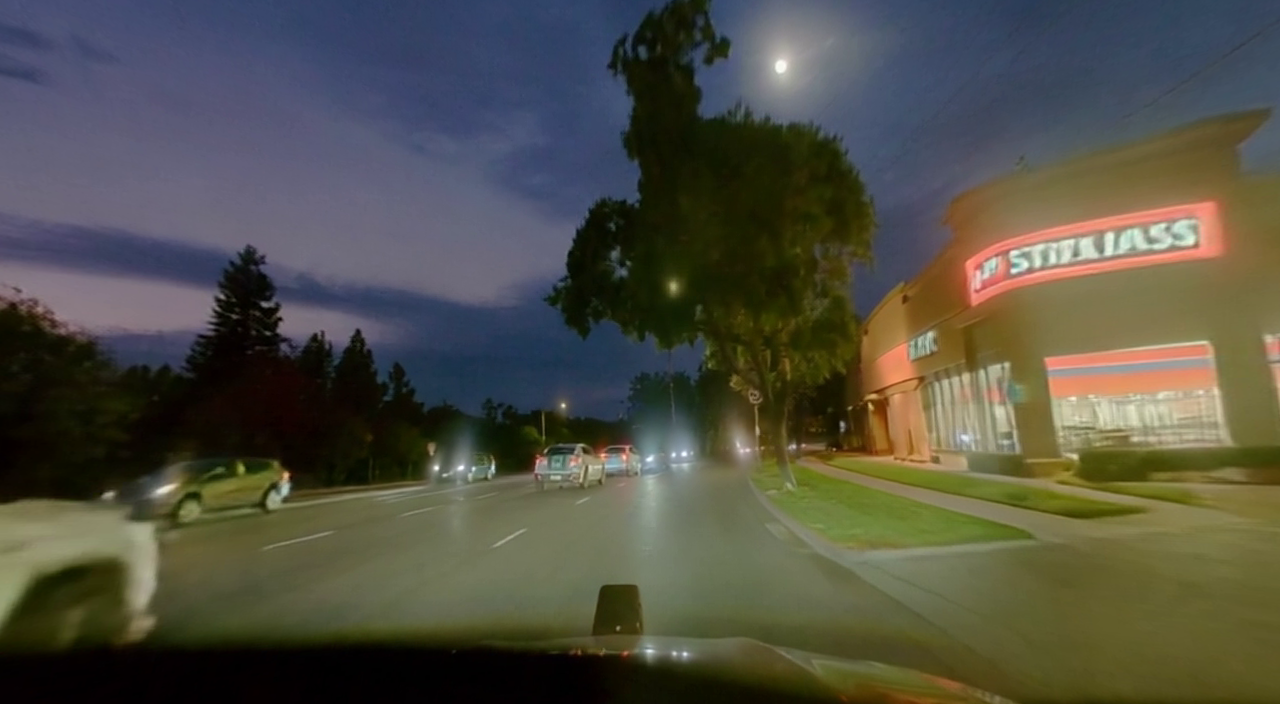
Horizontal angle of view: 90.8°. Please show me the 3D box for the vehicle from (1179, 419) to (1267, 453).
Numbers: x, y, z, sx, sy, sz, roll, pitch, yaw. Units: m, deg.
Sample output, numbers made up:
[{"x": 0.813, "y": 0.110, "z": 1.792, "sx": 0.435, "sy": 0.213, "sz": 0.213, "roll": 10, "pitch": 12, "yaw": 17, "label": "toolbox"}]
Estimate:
[{"x": 26.473, "y": 3.851, "z": 28.667, "sx": 4.106, "sy": 1.450, "sz": 1.901, "roll": 6, "pitch": -10, "yaw": -34, "label": "vehicle"}]

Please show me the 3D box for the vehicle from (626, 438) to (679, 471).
[{"x": 0.812, "y": 6.083, "z": 37.669, "sx": 2.167, "sy": 1.832, "sz": 4.679, "roll": -2, "pitch": -9, "yaw": 14, "label": "vehicle"}]

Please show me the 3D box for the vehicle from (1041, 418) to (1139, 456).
[{"x": 23.162, "y": 4.404, "z": 32.479, "sx": 4.982, "sy": 1.789, "sz": 2.303, "roll": 6, "pitch": -10, "yaw": -33, "label": "vehicle"}]

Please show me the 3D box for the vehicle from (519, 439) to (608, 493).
[{"x": -2.505, "y": 3.898, "z": 21.926, "sx": 2.002, "sy": 1.664, "sz": 4.113, "roll": -1, "pitch": -9, "yaw": 9, "label": "vehicle"}]

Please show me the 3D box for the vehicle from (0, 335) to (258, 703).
[{"x": -3.691, "y": 0.738, "z": 1.819, "sx": 2.168, "sy": 1.783, "sz": 4.695, "roll": -1, "pitch": -9, "yaw": 1, "label": "vehicle"}]

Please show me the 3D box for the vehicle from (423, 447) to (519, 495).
[{"x": -6.068, "y": 4.304, "z": 23.259, "sx": 1.974, "sy": 1.558, "sz": 3.949, "roll": -1, "pitch": -9, "yaw": 8, "label": "vehicle"}]
